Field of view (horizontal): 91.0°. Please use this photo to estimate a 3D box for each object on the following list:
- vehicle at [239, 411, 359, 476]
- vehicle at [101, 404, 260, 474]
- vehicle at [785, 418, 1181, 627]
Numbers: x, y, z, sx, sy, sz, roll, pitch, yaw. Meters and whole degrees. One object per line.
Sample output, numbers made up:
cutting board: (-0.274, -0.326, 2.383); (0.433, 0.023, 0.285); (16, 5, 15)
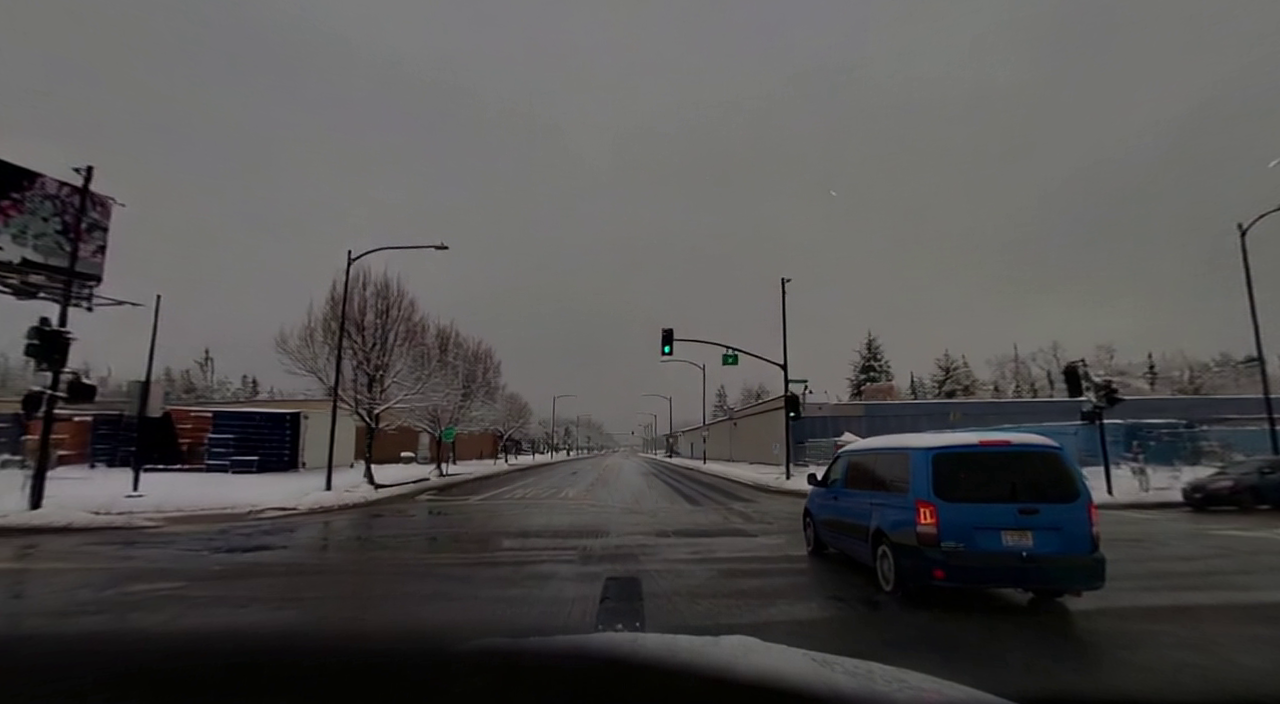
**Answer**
vehicle: (-21.043, 5.678, 39.616); (3.337, 3.644, 7.945); (1, -7, -3)
vehicle: (-27.856, 5.431, 38.990); (2.943, 3.741, 9.094); (1, -9, -1)
vehicle: (3.616, 1.889, 8.068); (2.202, 1.822, 4.826); (1, -9, -2)
